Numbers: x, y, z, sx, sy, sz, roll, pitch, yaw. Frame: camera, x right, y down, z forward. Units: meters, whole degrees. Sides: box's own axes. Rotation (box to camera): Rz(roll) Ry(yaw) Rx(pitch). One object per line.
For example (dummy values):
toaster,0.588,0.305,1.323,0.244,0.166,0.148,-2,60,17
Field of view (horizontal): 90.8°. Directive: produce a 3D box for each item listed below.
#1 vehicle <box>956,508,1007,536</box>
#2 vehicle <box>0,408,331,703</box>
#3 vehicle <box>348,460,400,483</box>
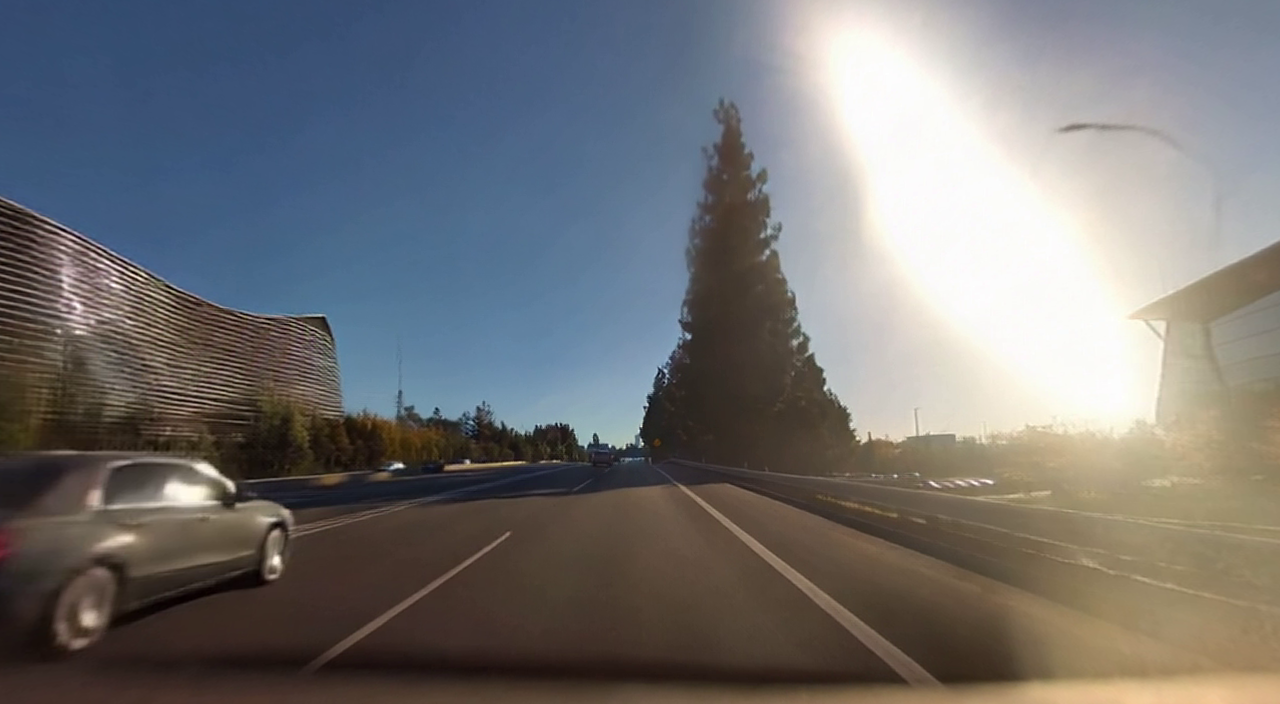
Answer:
vehicle,26.591,13.230,49.368,1.914,1.715,3.814,-1,-10,2
vehicle,-4.331,1.242,4.485,1.936,1.536,4.627,0,-8,0
vehicle,-19.498,8.785,46.527,1.875,1.475,4.376,0,-8,0
